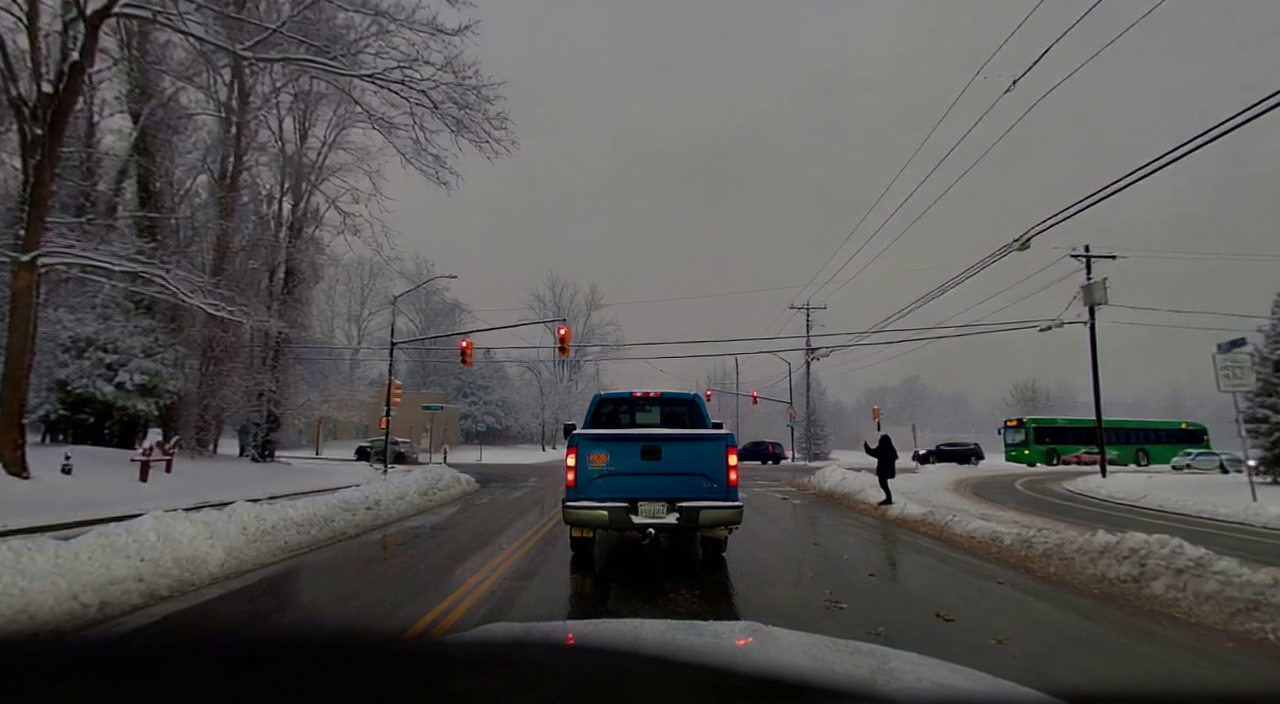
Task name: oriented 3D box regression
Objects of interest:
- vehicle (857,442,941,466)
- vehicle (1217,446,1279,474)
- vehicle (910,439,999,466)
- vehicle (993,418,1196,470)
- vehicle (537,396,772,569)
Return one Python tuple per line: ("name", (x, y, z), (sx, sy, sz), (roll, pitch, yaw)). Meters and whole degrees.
("vehicle", (16.823, 6.633, 41.212), (4.578, 1.490, 1.935), (-1, -8, 3))
("vehicle", (41.378, 7.004, 41.266), (5.426, 1.728, 1.999), (0, -8, -2))
("vehicle", (22.560, 7.217, 45.448), (5.235, 1.878, 2.107), (0, -8, -2))
("vehicle", (29.396, 5.986, 41.251), (10.726, 3.128, 3.003), (-1, -8, 1))
("vehicle", (0.119, 1.904, 10.116), (2.707, 1.964, 5.485), (0, -8, -1))
